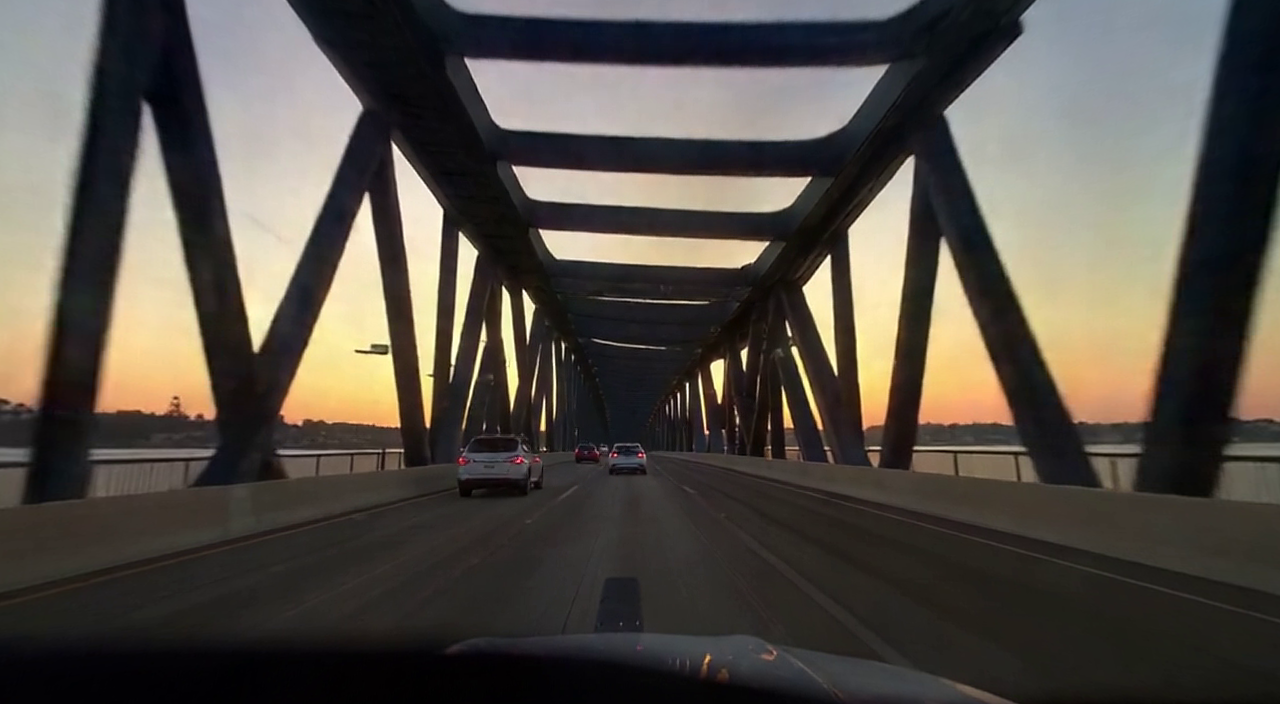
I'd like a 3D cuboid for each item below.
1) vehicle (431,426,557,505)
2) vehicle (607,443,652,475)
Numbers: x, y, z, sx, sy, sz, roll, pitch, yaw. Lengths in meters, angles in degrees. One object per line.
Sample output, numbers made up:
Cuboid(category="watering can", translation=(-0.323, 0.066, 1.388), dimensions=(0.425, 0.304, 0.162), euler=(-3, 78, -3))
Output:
Cuboid(category="vehicle", translation=(-3.732, 3.007, 17.168), dimensions=(2.190, 1.807, 4.741), euler=(0, -9, 1))
Cuboid(category="vehicle", translation=(-0.530, 5.181, 30.854), dimensions=(2.048, 1.450, 3.973), euler=(0, -9, -1))
